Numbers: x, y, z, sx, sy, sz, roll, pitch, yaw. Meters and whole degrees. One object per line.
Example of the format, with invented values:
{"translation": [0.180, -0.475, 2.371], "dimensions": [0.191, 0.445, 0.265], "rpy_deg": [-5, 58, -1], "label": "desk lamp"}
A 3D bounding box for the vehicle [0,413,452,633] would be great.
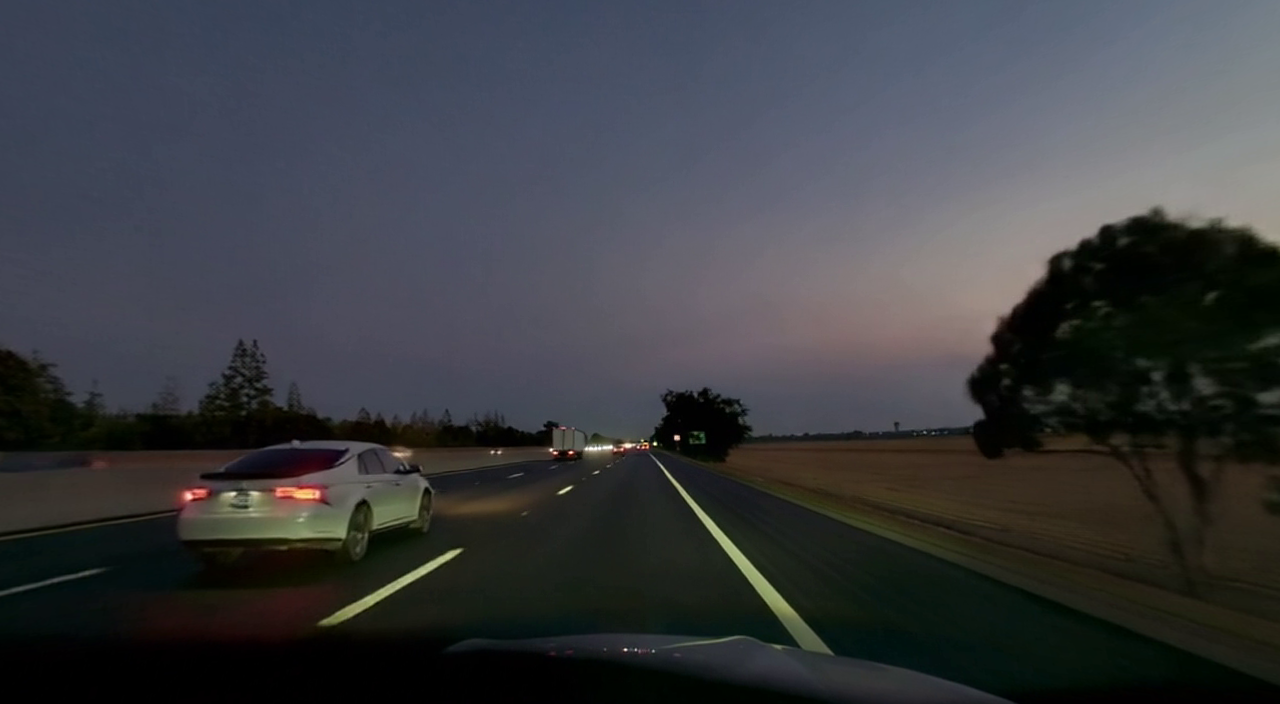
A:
{"translation": [-3.870, 1.592, 6.982], "dimensions": [2.028, 1.553, 4.820], "rpy_deg": [0, -9, 1], "label": "vehicle"}
